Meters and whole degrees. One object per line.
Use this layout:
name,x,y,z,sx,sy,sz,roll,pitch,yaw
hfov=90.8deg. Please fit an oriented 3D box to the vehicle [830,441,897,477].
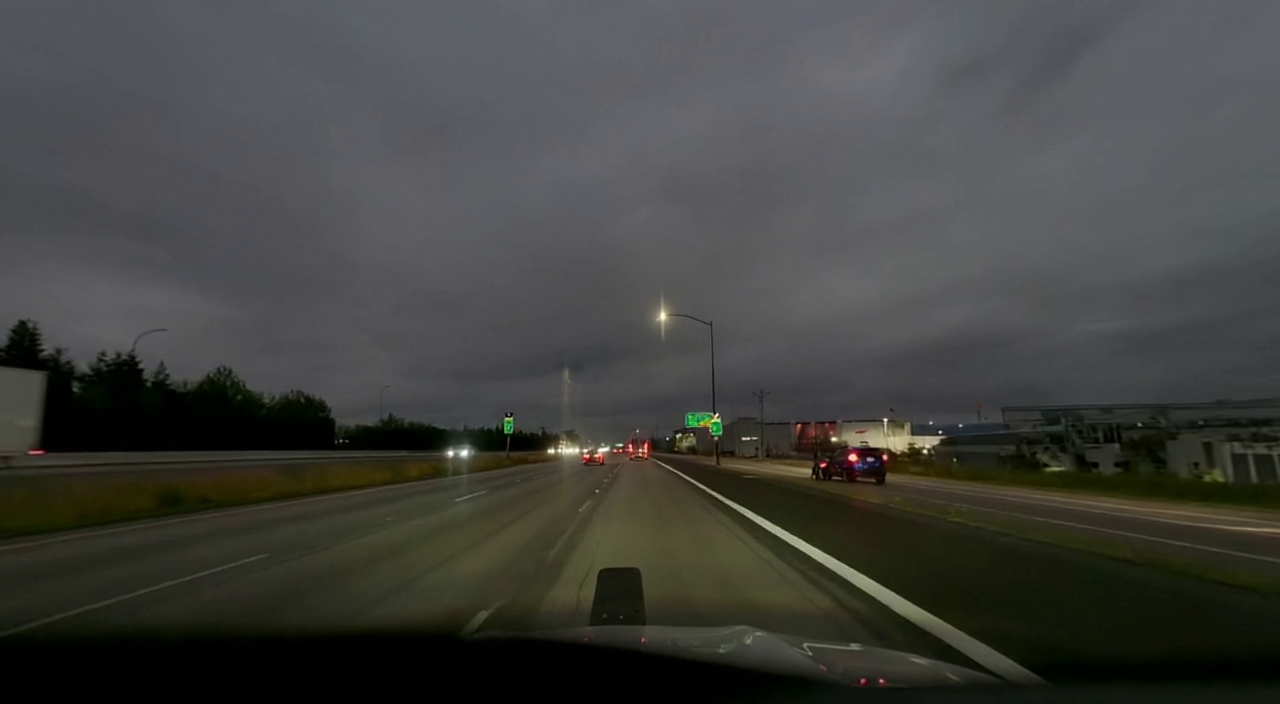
vehicle,15.666,7.522,44.591,2.411,2.326,5.300,1,-9,-4
